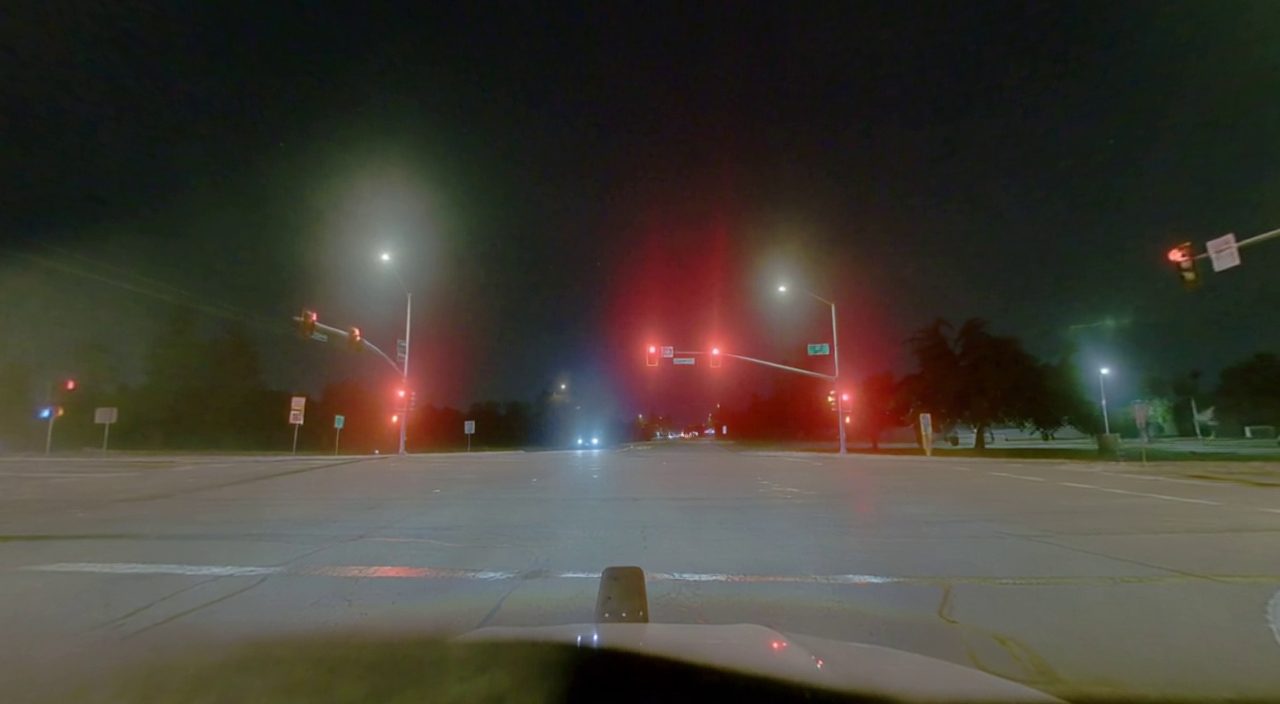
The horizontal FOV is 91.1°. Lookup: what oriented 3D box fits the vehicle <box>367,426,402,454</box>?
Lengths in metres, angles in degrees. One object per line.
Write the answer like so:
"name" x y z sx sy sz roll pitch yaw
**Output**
"vehicle" -19.913 6.860 48.902 1.873 2.079 2.879 5 -10 -33
